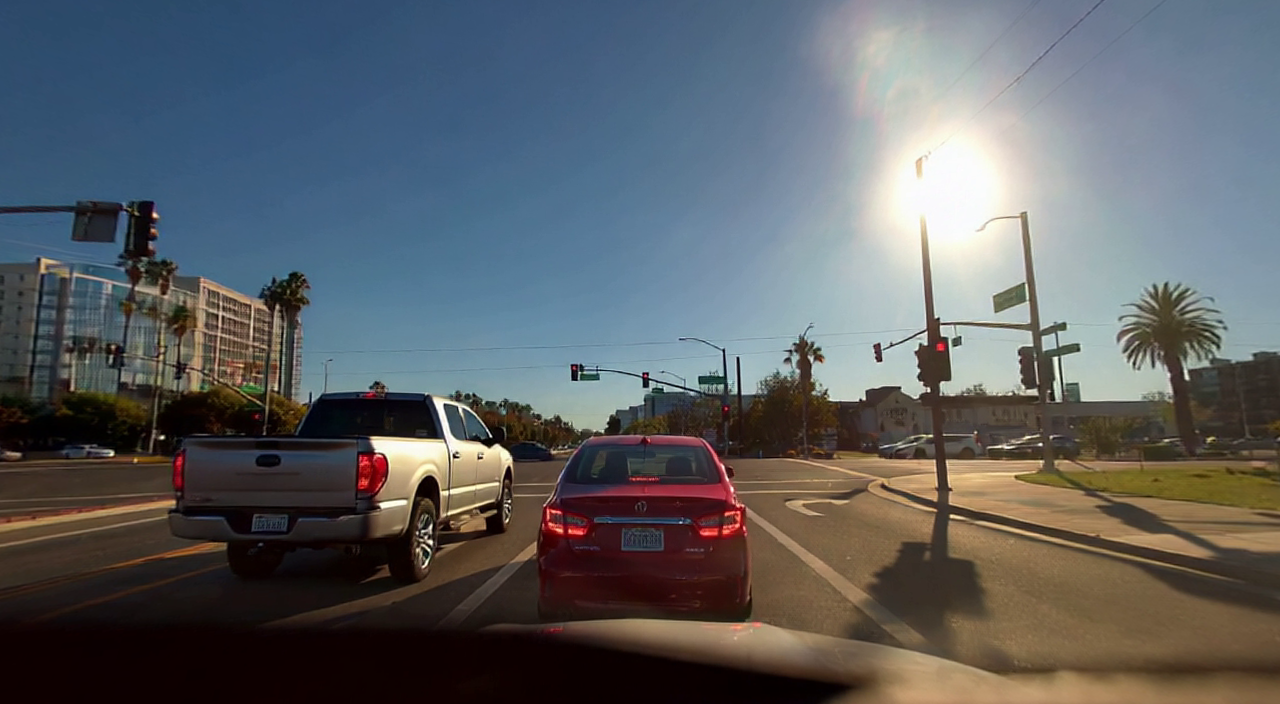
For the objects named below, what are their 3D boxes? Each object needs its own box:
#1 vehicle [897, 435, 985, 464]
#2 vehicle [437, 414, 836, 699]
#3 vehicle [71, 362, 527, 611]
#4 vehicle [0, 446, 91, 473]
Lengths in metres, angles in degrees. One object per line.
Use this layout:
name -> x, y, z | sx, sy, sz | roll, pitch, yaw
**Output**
vehicle -> 18.751, 6.096, 39.298 | 4.466, 1.717, 1.963 | 0, -9, 2
vehicle -> 0.006, 1.403, 5.499 | 2.122, 1.501, 4.152 | 0, -8, 1
vehicle -> -3.251, 1.478, 7.891 | 2.330, 1.969, 5.626 | -1, -8, 3
vehicle -> -37.171, 6.632, 38.814 | 4.576, 1.617, 1.937 | 0, -8, 2
